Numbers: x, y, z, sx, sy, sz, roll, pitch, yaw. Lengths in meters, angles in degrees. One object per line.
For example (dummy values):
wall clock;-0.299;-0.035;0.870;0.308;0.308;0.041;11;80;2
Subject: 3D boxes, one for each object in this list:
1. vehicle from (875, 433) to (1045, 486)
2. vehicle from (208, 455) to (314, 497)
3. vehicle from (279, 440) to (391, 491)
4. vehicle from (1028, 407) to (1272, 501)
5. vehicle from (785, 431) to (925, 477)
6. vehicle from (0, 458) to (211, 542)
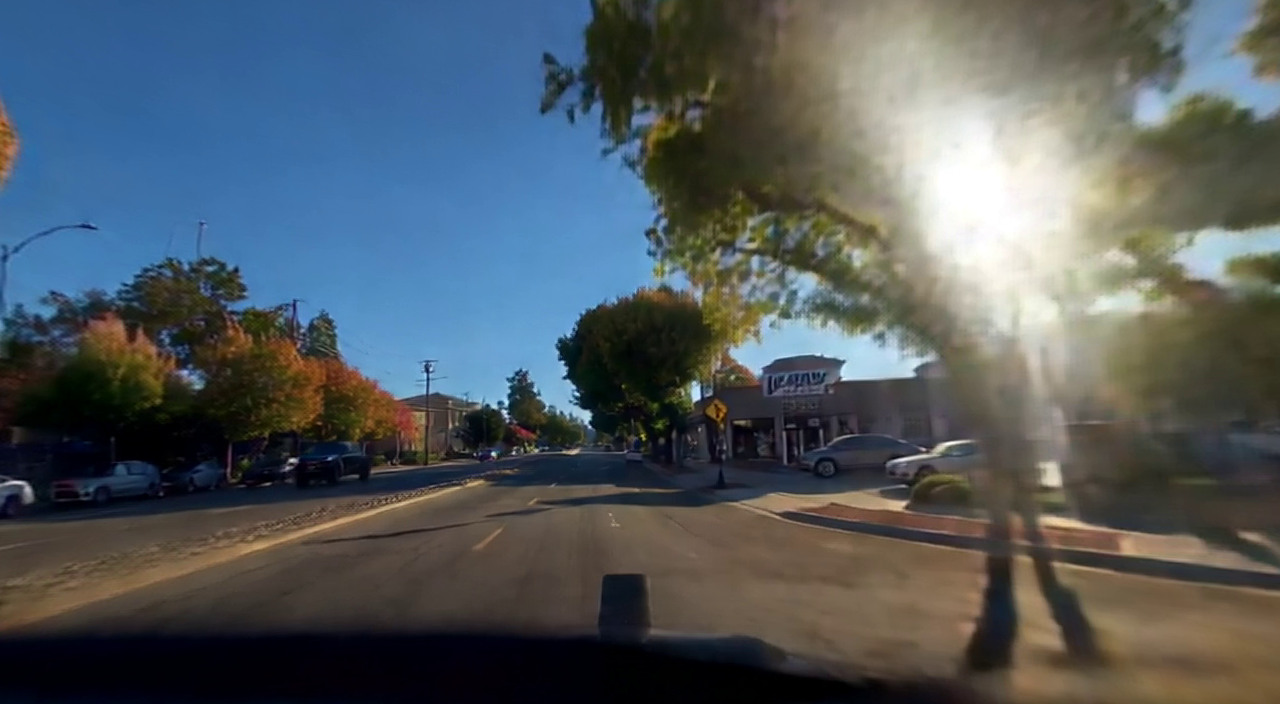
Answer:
vehicle;9.615;3.229;19.088;4.257;1.474;1.751;1;-9;-8
vehicle;-16.409;5.351;27.625;2.093;1.474;4.638;-4;-8;-4
vehicle;-13.184;4.923;27.797;2.228;1.976;5.857;0;-9;-3
vehicle;11.108;2.191;13.766;4.669;1.770;1.896;3;-9;-21
vehicle;8.518;4.066;25.239;4.843;1.748;1.985;1;-9;-6
vehicle;-12.046;3.130;14.009;1.951;1.436;4.624;0;-9;-3
